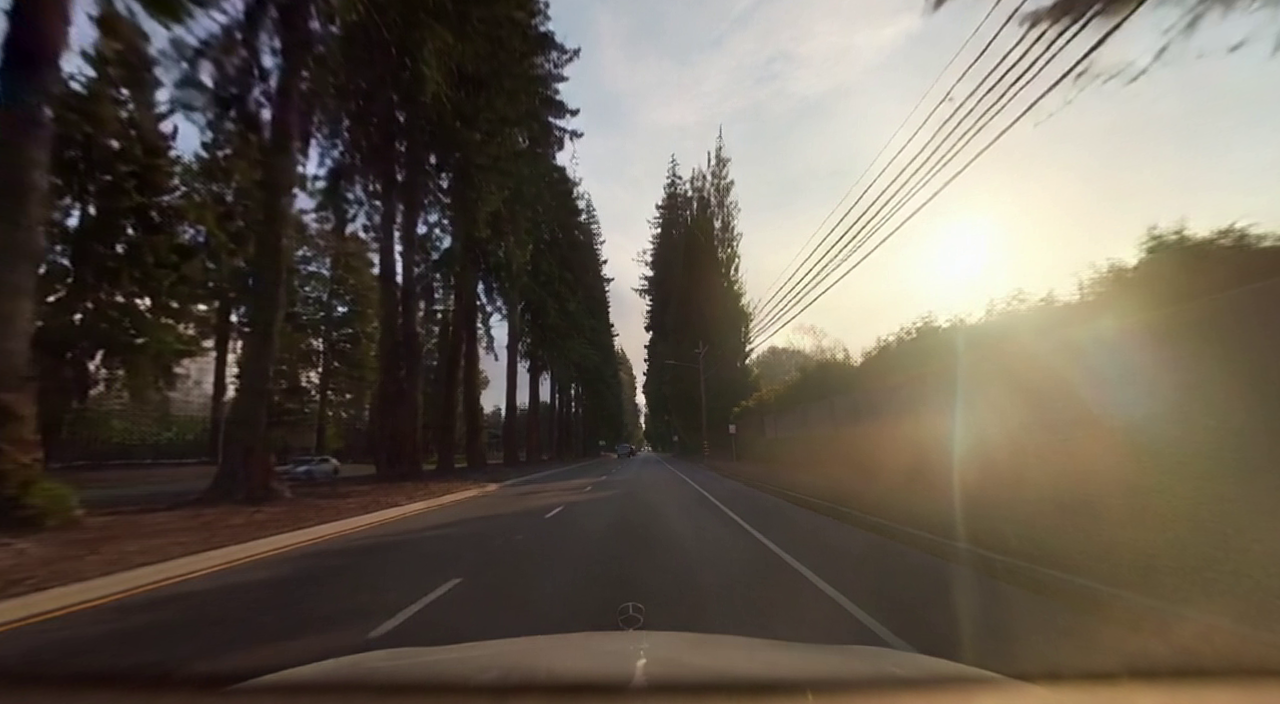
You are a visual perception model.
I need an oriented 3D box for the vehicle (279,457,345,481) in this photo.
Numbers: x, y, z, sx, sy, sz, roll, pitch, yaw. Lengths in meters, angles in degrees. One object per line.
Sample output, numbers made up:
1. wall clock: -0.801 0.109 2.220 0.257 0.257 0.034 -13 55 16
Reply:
1. vehicle: -21.842 7.785 42.223 1.949 1.439 4.626 0 -8 0
